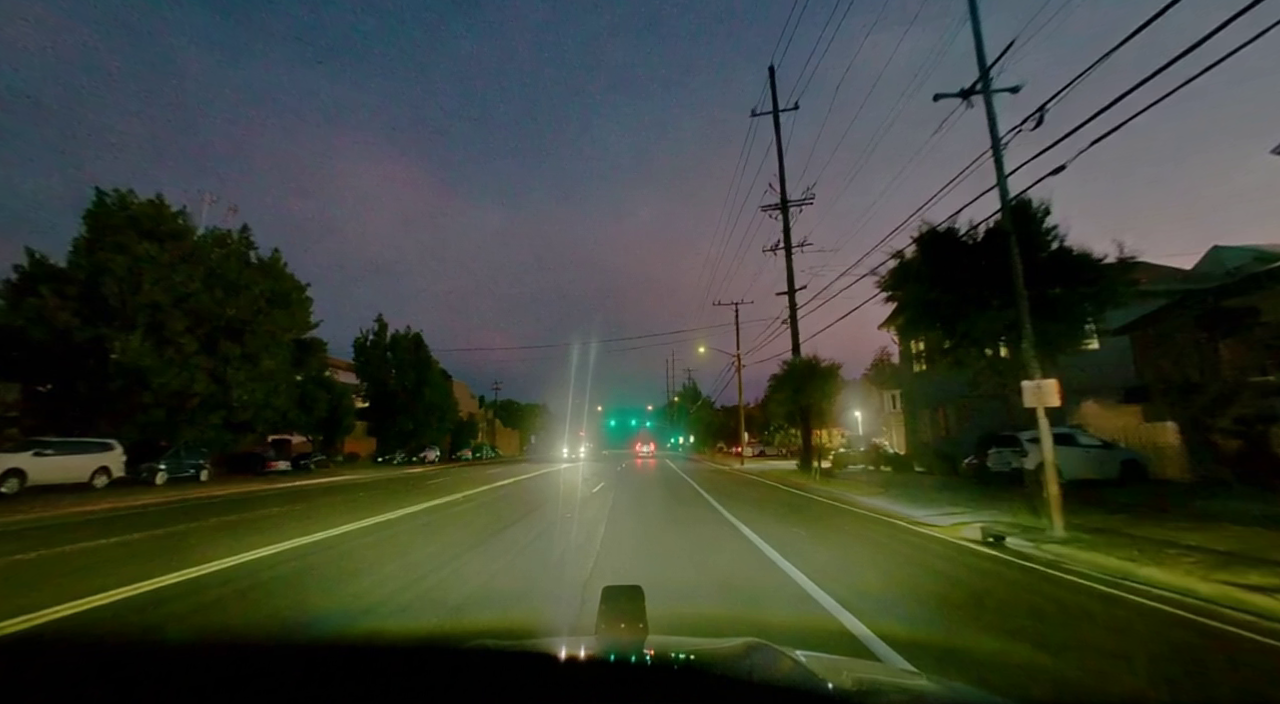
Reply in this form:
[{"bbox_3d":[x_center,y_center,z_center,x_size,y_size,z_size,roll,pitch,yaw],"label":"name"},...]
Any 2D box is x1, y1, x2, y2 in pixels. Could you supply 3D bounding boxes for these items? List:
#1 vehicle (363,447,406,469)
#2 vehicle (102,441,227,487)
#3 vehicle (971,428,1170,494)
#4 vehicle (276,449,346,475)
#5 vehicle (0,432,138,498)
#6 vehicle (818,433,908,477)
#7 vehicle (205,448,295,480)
[{"bbox_3d":[-20.035,8.311,49.621,1.764,1.570,3.910,0,-9,0],"label":"vehicle"},{"bbox_3d":[-20.210,4.756,27.098,1.787,1.774,4.560,0,-8,0],"label":"vehicle"},{"bbox_3d":[13.421,3.406,19.933,4.667,1.952,2.063,0,-9,2],"label":"vehicle"},{"bbox_3d":[-20.370,6.805,39.280,1.812,1.501,4.632,0,-9,1],"label":"vehicle"},{"bbox_3d":[-20.363,3.694,20.948,2.326,1.966,5.795,0,-9,3],"label":"vehicle"},{"bbox_3d":[11.441,5.326,32.885,2.392,2.063,5.213,1,-9,-5],"label":"vehicle"},{"bbox_3d":[-20.095,5.769,32.737,1.759,1.519,4.785,0,-9,-2],"label":"vehicle"}]
